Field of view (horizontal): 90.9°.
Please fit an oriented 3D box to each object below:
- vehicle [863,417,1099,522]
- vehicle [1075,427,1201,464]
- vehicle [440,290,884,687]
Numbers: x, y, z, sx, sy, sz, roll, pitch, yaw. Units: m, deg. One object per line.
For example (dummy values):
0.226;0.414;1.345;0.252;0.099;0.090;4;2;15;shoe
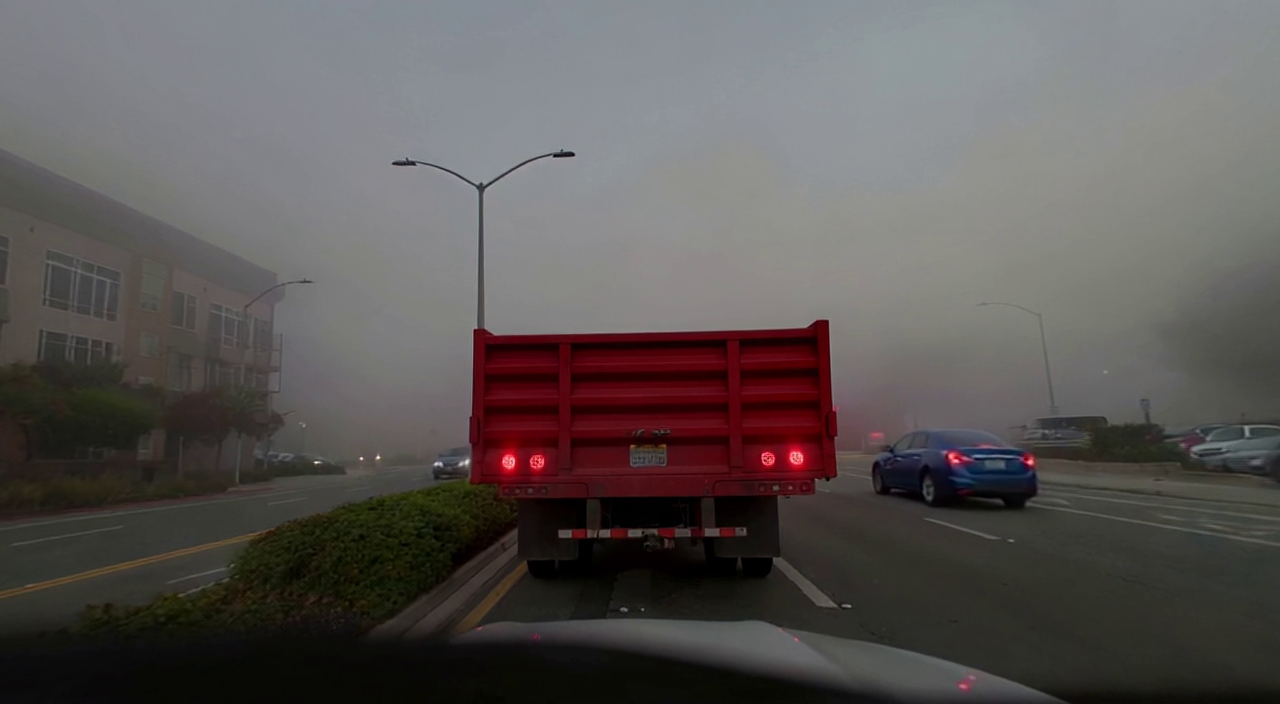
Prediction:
6.905;2.438;13.659;2.363;1.825;4.989;-1;-8;1;vehicle
23.150;4.373;29.438;4.171;1.614;1.894;-1;-8;1;vehicle
0.263;1.310;7.397;2.650;2.391;7.008;-1;-8;3;vehicle
